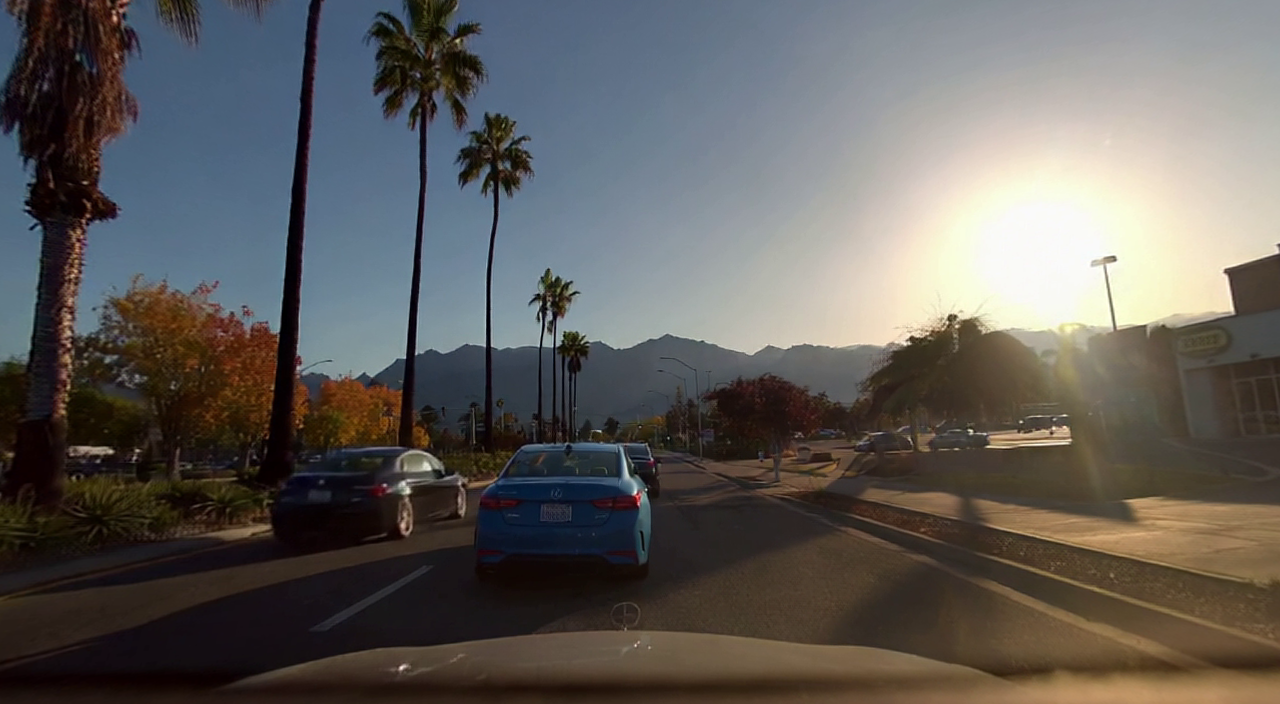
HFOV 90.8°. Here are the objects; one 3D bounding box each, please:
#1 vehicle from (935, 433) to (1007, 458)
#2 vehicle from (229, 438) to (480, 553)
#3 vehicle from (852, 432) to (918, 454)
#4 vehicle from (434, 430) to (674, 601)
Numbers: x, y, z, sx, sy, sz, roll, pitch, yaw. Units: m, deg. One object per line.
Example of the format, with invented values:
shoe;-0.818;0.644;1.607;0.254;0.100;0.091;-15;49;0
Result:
vehicle;21.331;6.011;40.694;4.640;1.526;1.961;5;-10;-32
vehicle;-4.353;2.244;10.774;1.964;1.466;5.009;0;-8;0
vehicle;19.237;7.198;49.800;1.925;1.652;4.490;6;-10;-34
vehicle;-0.816;1.712;7.507;2.067;1.459;3.886;0;-8;-2
